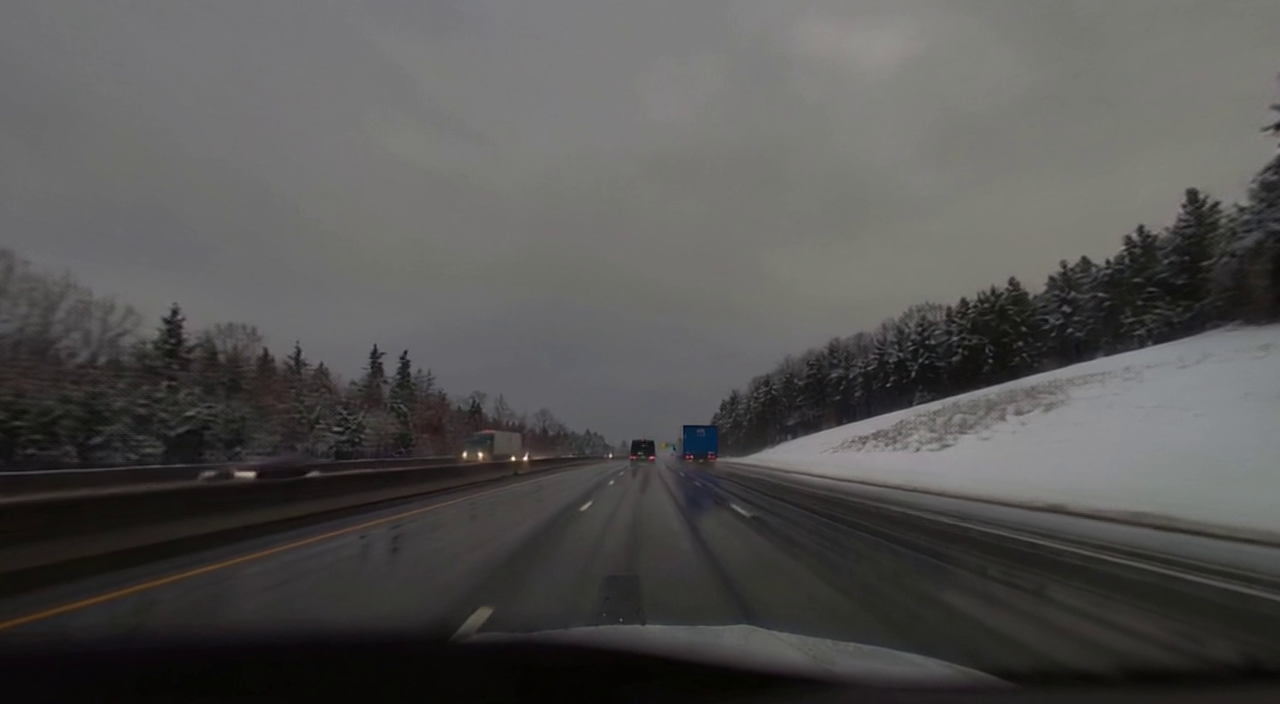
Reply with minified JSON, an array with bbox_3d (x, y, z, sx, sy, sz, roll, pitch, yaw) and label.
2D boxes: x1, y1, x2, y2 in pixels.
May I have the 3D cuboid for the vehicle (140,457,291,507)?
[{"bbox_3d":[-14.417,4.406,21.844,1.916,1.460,4.715,0,-9,1],"label":"vehicle"}]
